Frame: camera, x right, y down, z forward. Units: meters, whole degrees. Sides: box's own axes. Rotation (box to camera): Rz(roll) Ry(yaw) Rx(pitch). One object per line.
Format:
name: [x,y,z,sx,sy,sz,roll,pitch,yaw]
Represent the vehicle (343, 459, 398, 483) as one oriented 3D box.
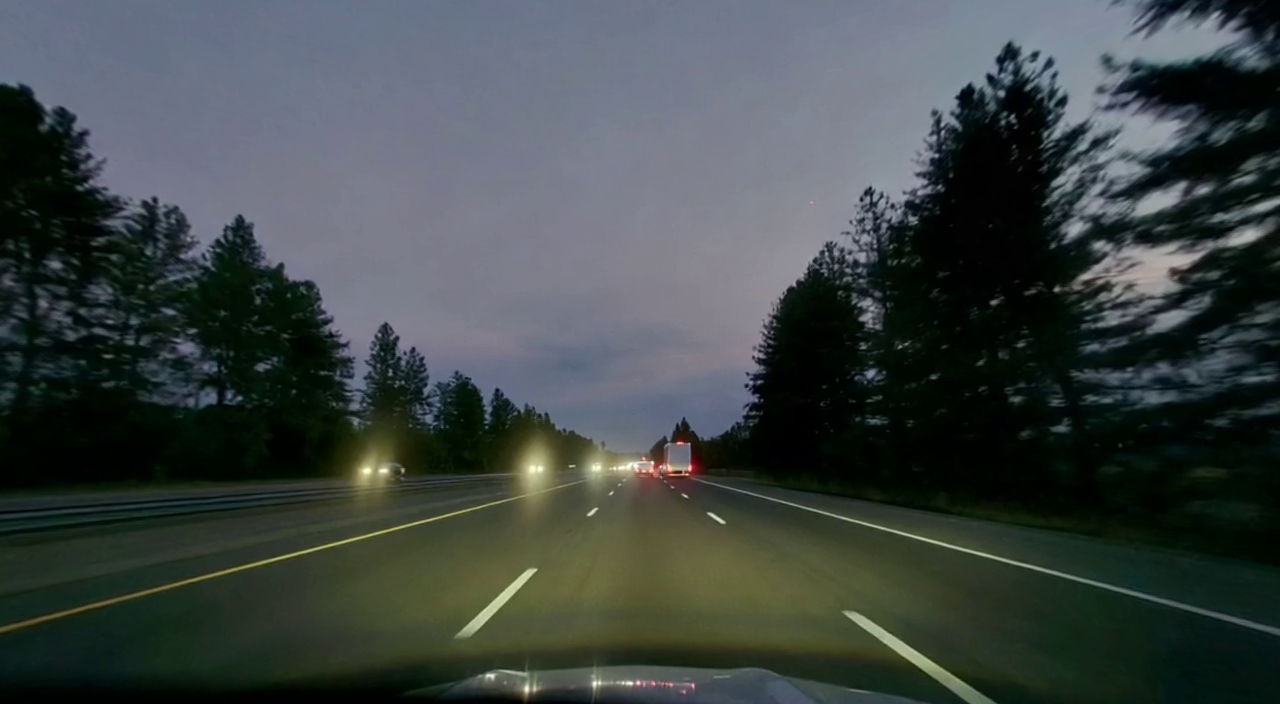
vehicle: [-18.552,8.226,43.456,1.785,1.513,4.361,1,-10,1]
